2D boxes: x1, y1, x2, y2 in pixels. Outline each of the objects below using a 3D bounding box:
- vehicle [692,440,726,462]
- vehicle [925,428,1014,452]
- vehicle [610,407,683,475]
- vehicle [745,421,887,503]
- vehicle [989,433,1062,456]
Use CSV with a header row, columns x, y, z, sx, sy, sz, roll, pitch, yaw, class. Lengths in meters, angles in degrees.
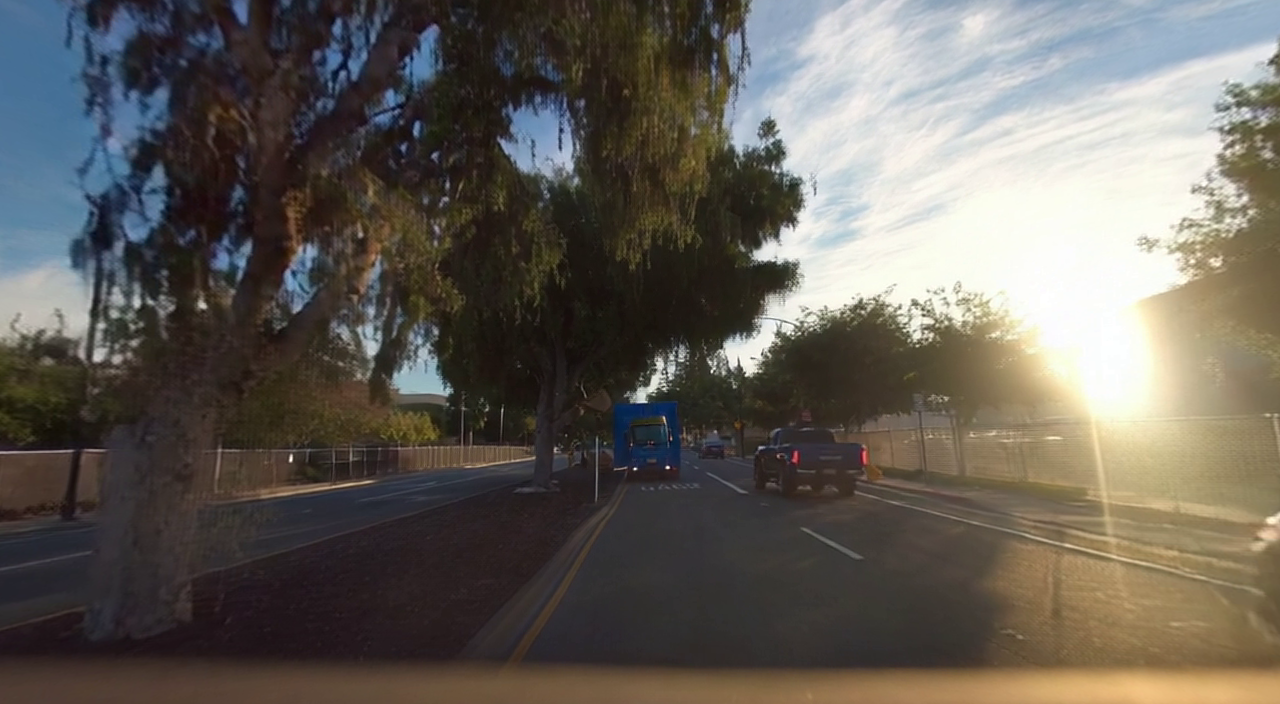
x,y,z,sx,sy,sz,roll,pitch,yaw,class
5.342,7.749,49.429,2.076,1.661,4.524,0,-8,0,vehicle
22.655,6.087,43.464,4.995,1.543,1.899,-1,-11,1,vehicle
0.415,4.434,31.369,3.197,2.963,7.055,0,-8,2,vehicle
4.453,2.880,16.985,2.375,1.857,5.100,0,-8,0,vehicle
23.007,5.546,37.678,3.251,1.321,1.555,0,-9,-1,vehicle
